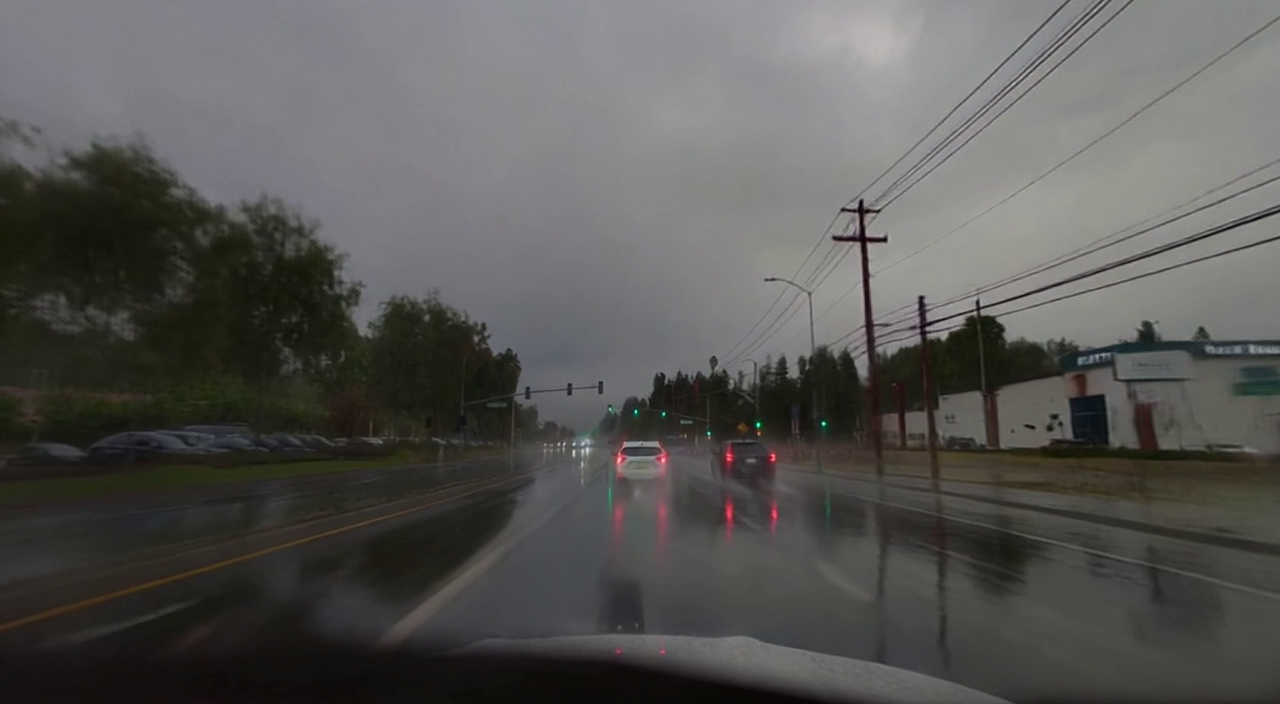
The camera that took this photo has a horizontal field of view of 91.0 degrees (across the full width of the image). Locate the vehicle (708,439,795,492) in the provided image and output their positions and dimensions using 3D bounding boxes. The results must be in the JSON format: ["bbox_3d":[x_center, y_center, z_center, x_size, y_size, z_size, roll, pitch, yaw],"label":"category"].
[{"bbox_3d":[3.379,3.517,19.886,1.985,1.489,4.036,0,-8,-1],"label":"vehicle"}]

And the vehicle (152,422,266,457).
[{"bbox_3d":[-28.978,5.966,42.757,2.878,2.172,7.057,0,-8,-1],"label":"vehicle"}]

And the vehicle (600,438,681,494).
[{"bbox_3d":[-0.020,3.321,18.730,2.144,1.473,4.028,0,-8,-1],"label":"vehicle"}]

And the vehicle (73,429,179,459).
[{"bbox_3d":[-28.335,5.120,34.950,1.908,1.553,4.979,1,-8,-4],"label":"vehicle"}]
